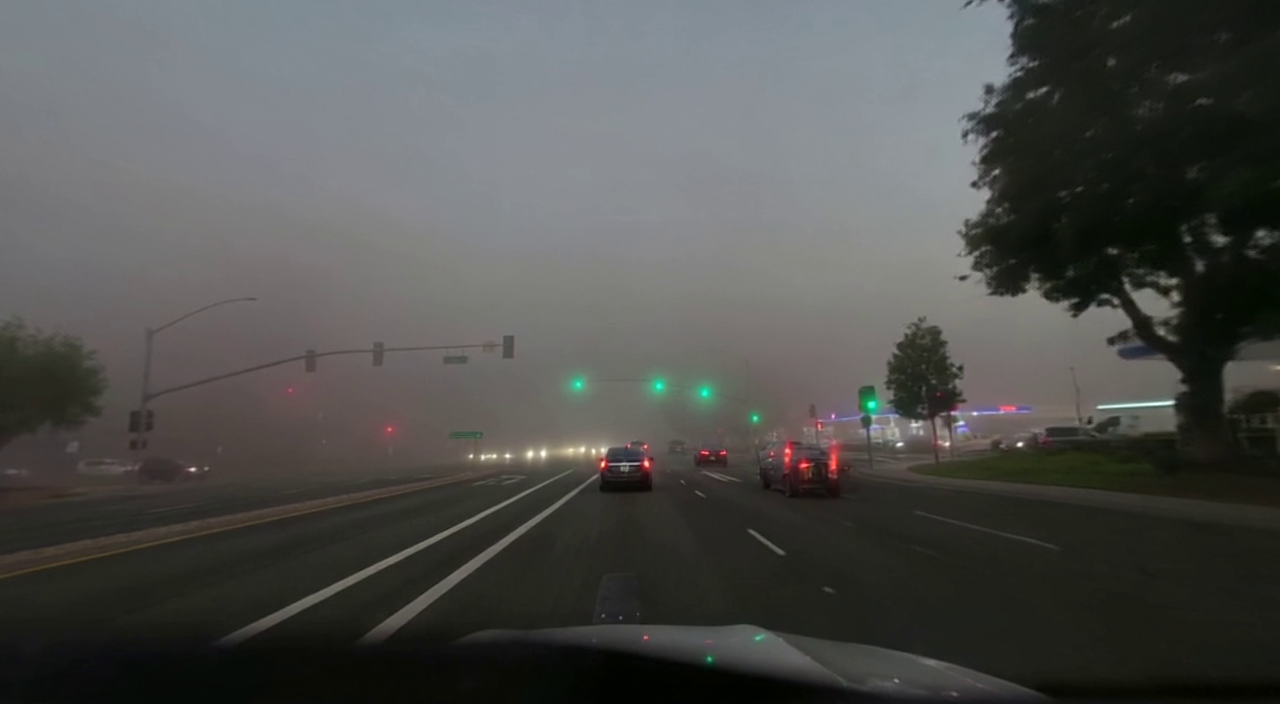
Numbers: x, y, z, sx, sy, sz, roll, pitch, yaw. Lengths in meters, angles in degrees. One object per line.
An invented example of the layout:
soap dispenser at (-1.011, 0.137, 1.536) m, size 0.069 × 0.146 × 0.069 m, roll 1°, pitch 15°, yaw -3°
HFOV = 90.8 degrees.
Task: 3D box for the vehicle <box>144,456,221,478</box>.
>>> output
vehicle at (-34.741, 8.726, 48.014) m, size 4.287 × 1.612 × 1.993 m, roll 0°, pitch -9°, yaw 2°

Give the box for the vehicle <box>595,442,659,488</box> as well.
vehicle at (-0.409, 3.918, 22.217) m, size 2.040 × 1.451 × 3.736 m, roll 0°, pitch -9°, yaw 0°

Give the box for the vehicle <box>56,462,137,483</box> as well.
vehicle at (-39.451, 8.767, 45.938) m, size 4.308 × 1.430 × 1.824 m, roll -1°, pitch -9°, yaw 4°

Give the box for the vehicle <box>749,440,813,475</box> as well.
vehicle at (6.374, 4.819, 29.056) m, size 1.890 × 1.489 × 4.396 m, roll 0°, pitch -9°, yaw -1°

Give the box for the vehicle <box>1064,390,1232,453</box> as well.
vehicle at (29.013, 4.192, 36.746) m, size 2.940 × 3.265 × 7.968 m, roll 0°, pitch -9°, yaw -1°
